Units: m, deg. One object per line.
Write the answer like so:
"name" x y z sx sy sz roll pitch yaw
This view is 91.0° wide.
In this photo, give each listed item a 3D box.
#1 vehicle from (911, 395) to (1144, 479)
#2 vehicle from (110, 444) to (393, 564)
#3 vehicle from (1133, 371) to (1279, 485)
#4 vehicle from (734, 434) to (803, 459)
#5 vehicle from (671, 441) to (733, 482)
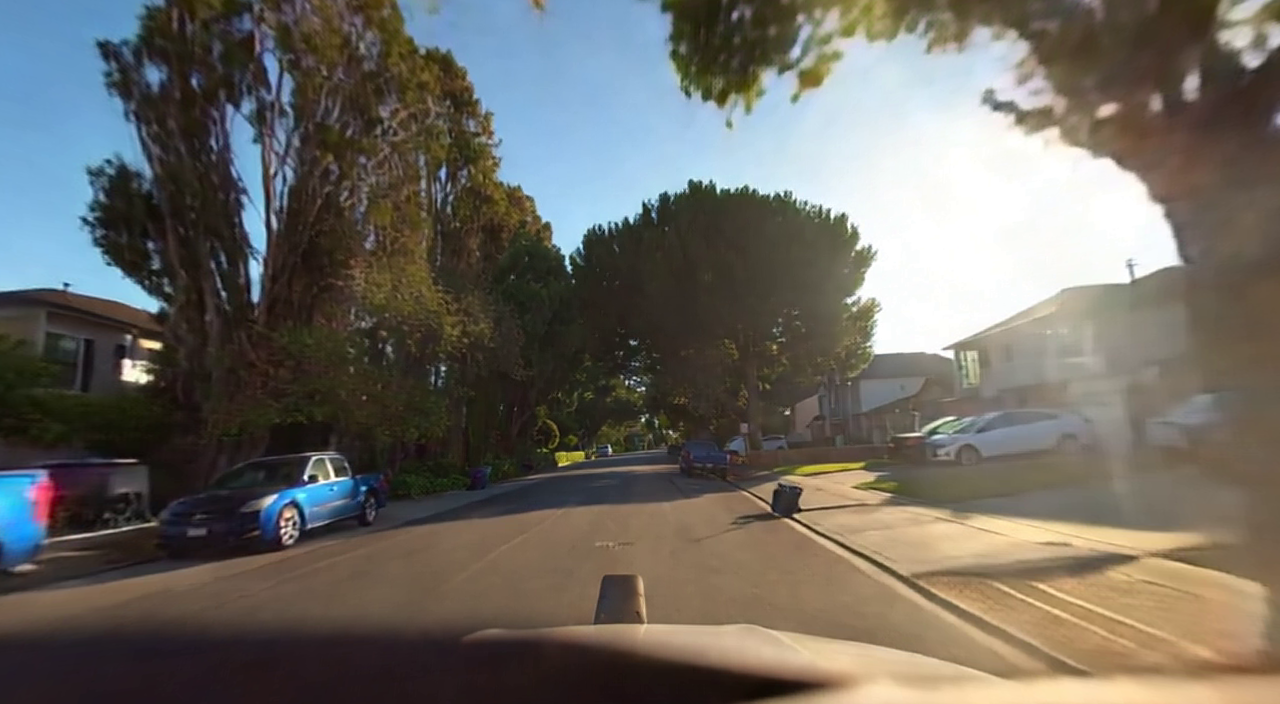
"vehicle" 10.841 2.429 17.958 5.097 1.824 2.113 -5 -9 0
"vehicle" -6.233 2.428 10.966 1.995 1.608 4.596 0 -9 0
"vehicle" 13.835 1.527 12.475 5.834 2.019 2.540 0 -9 2
"vehicle" 9.604 7.104 47.271 4.710 1.512 1.894 -3 -9 1
"vehicle" 2.389 4.345 25.361 2.006 1.494 4.211 0 -9 -1
